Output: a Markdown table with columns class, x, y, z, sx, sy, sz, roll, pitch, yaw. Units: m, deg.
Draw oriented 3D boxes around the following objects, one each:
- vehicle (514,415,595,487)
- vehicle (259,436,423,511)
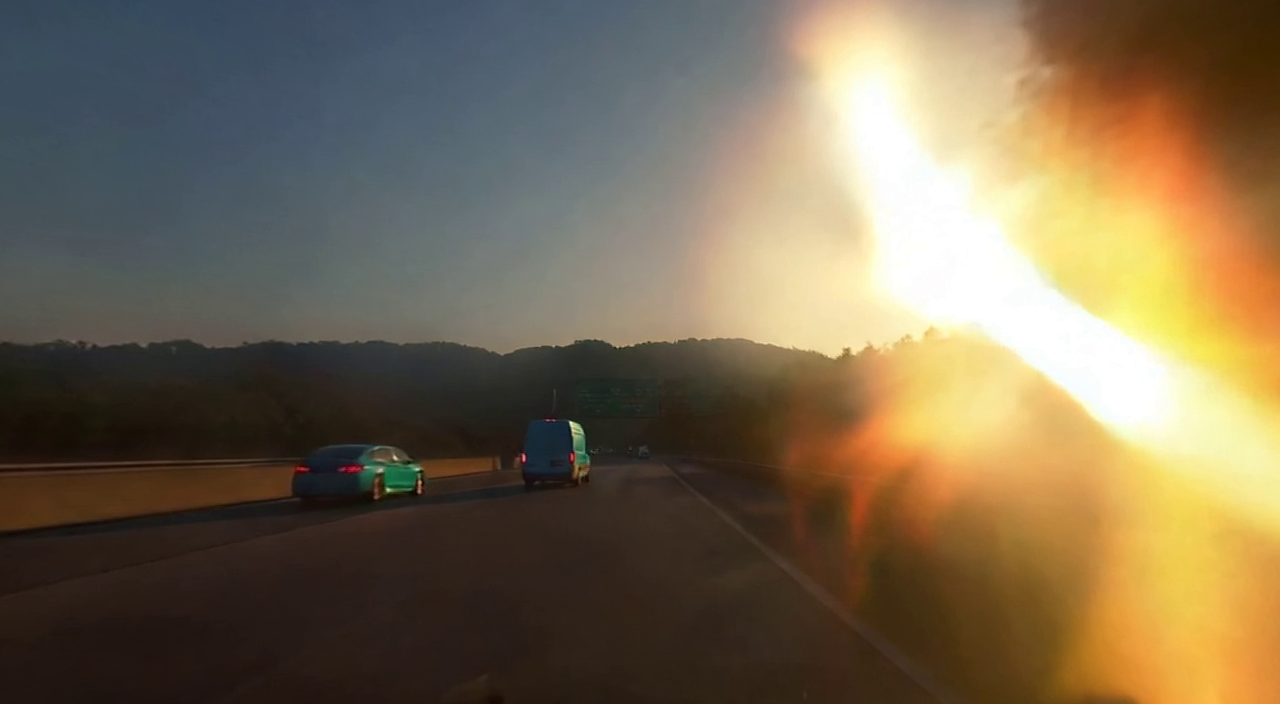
| class | x | y | z | sx | sy | sz | roll | pitch | yaw |
| --- | --- | --- | --- | --- | --- | --- | --- | --- | --- |
| vehicle | -3.284 | 4.019 | 25.640 | 2.437 | 2.565 | 5.829 | 0 | -9 | 1 |
| vehicle | -7.553 | 3.100 | 16.540 | 2.164 | 1.664 | 4.252 | 0 | -9 | 0 |
